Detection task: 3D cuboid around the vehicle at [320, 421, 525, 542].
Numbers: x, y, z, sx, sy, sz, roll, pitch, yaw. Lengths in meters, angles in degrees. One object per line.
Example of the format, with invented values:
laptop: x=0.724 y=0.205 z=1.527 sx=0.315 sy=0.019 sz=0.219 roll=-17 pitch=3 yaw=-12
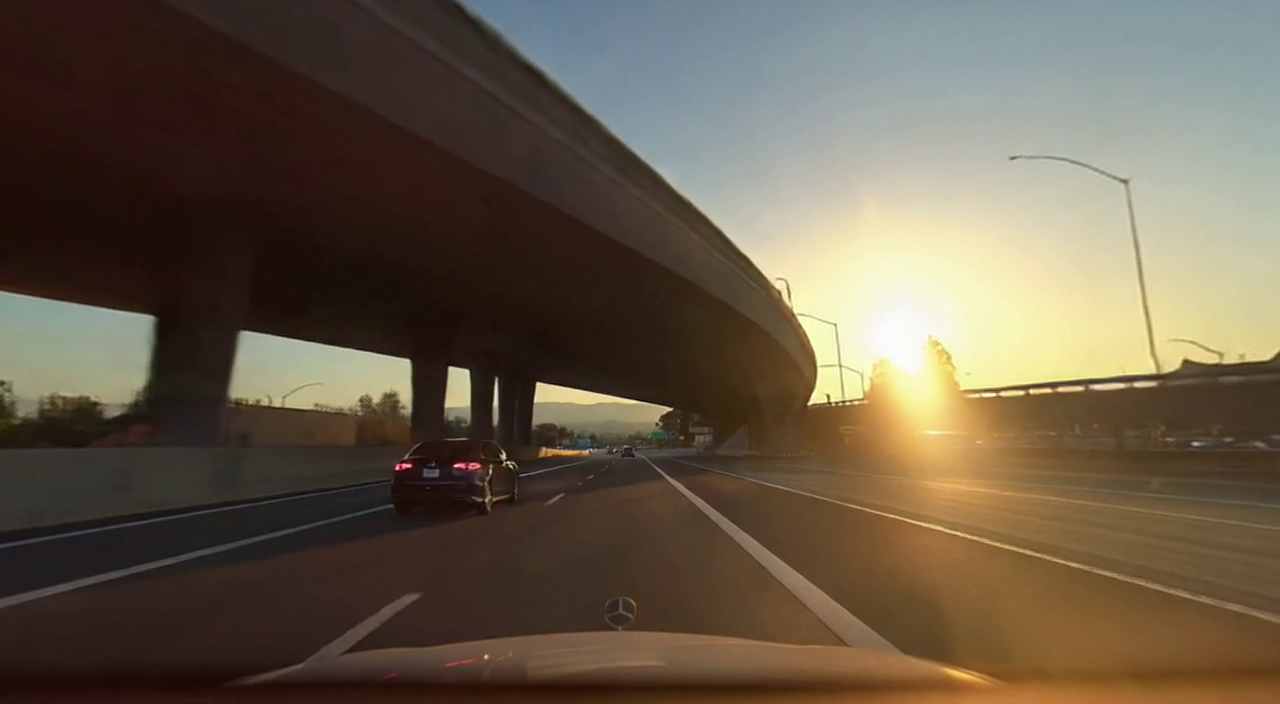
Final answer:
vehicle: x=-3.498 y=2.167 z=11.226 sx=2.178 sy=1.699 sz=4.321 roll=0 pitch=-8 yaw=-2
